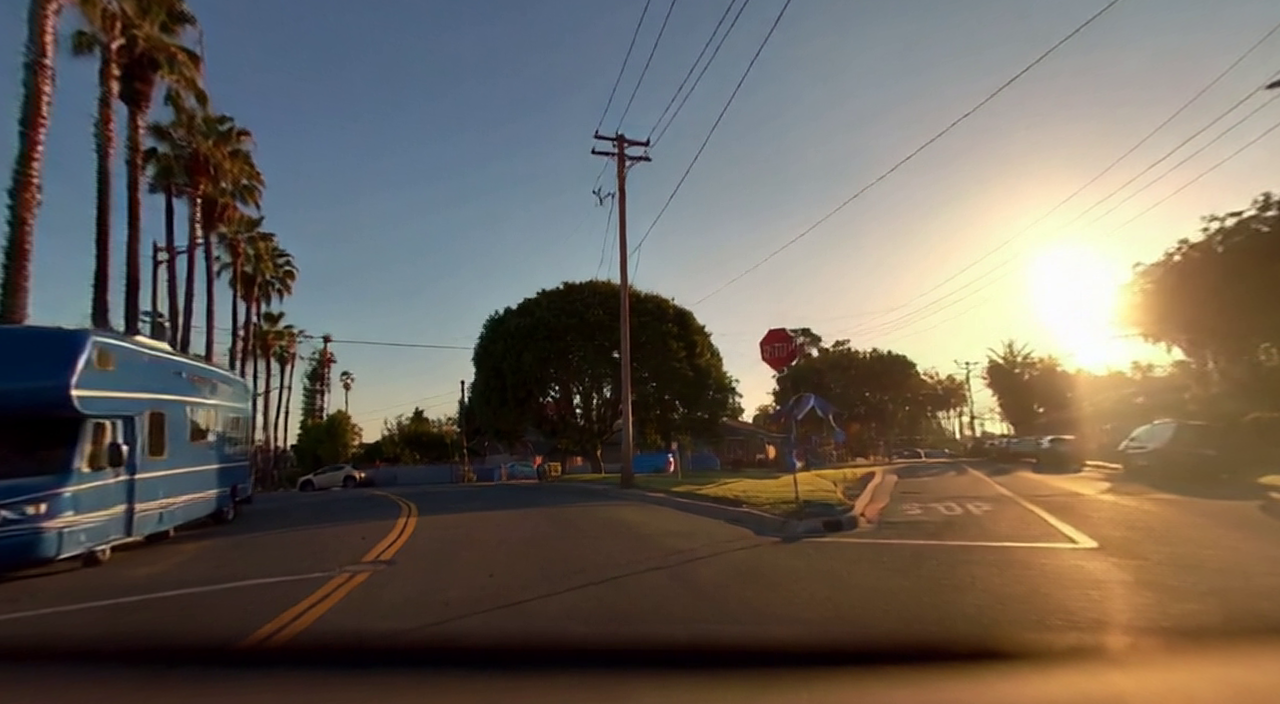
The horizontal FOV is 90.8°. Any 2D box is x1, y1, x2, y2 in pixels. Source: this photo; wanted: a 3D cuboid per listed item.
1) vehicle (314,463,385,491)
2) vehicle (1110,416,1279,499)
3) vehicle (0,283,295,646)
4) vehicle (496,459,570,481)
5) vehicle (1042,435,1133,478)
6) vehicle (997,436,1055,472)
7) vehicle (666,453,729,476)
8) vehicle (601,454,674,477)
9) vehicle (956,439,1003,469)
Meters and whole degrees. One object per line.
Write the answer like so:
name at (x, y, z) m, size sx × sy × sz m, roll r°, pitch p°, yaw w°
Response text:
vehicle at (-21.066, 9.041, 45.838) m, size 4.586 × 1.784 × 1.890 m, roll -2°, pitch -7°, yaw 19°
vehicle at (16.206, 2.944, 18.605) m, size 2.451 × 2.076 × 4.928 m, roll -3°, pitch -7°, yaw 21°
vehicle at (-9.495, 1.653, 11.583) m, size 3.216 × 3.720 × 11.364 m, roll 1°, pitch -6°, yaw -17°
vehicle at (-7.500, 8.319, 44.477) m, size 4.966 × 1.377 × 1.739 m, roll 0°, pitch -7°, yaw -4°
vehicle at (20.291, 4.725, 28.893) m, size 2.016 × 1.687 × 4.272 m, roll -3°, pitch -7°, yaw 16°
vehicle at (23.403, 6.130, 38.498) m, size 1.974 × 1.894 × 4.810 m, roll -3°, pitch -6°, yaw 19°
vehicle at (4.344, 8.483, 47.673) m, size 4.461 × 1.417 × 1.781 m, roll 2°, pitch -7°, yaw -26°
vehicle at (-0.199, 8.186, 45.688) m, size 4.952 × 1.472 × 1.837 m, roll 2°, pitch -8°, yaw -18°
vehicle at (26.737, 7.999, 49.909) m, size 2.094 × 1.992 × 4.941 m, roll -2°, pitch -6°, yaw 14°
